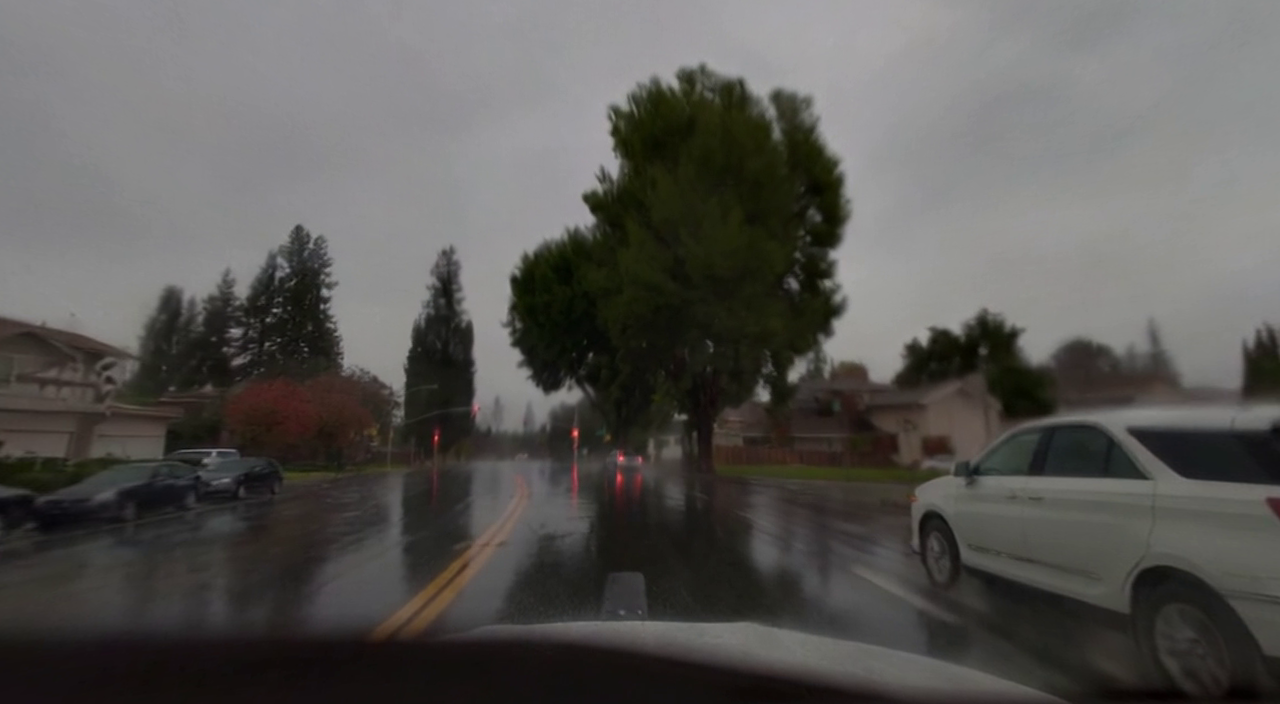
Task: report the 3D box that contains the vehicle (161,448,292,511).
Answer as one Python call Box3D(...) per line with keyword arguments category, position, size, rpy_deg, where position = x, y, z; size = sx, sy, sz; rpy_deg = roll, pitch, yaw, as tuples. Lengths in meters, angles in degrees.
Box3D(category="vehicle", position=(-14.478, 4.414, 22.551), size=(1.993, 1.801, 5.201), rpy_deg=(-2, -8, -10))

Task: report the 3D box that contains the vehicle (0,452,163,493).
Box3D(category="vehicle", position=(-21.992, 4.649, 24.552), size=(5.065, 1.466, 1.858), rpy_deg=(2, -9, -15))

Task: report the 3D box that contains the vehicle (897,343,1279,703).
Box3D(category="vehicle", position=(3.865, 1.085, 4.134), size=(2.081, 1.828, 5.138), rpy_deg=(0, -9, -1))

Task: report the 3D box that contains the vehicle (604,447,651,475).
Box3D(category="vehicle", position=(-0.820, 6.579, 38.425), size=(1.951, 1.620, 4.582), rpy_deg=(2, -9, -12))
